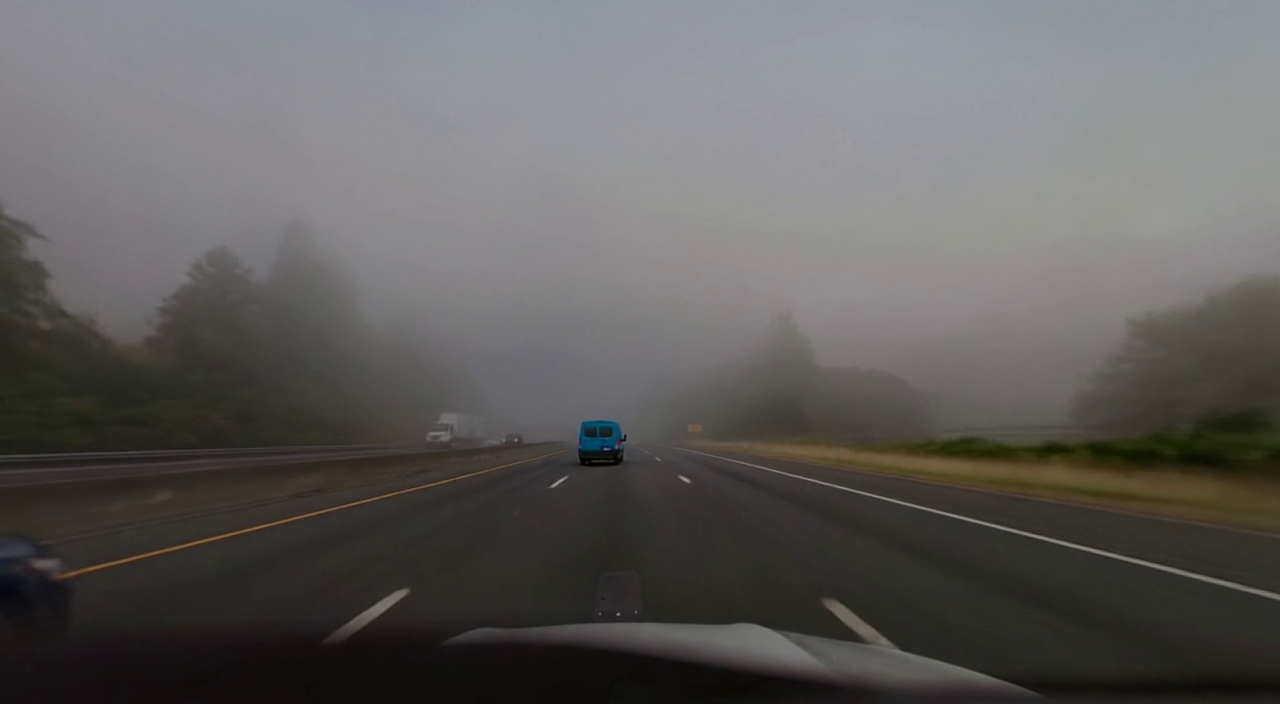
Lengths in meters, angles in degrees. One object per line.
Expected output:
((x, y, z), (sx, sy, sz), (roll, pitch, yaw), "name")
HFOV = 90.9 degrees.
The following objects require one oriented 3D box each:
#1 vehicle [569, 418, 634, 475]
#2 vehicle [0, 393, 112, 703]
((-1.415, 3.739, 25.164), (2.297, 2.011, 4.736), (0, -8, 0), "vehicle")
((-3.984, 0.746, 1.044), (2.096, 1.537, 4.700), (0, -7, 1), "vehicle")
